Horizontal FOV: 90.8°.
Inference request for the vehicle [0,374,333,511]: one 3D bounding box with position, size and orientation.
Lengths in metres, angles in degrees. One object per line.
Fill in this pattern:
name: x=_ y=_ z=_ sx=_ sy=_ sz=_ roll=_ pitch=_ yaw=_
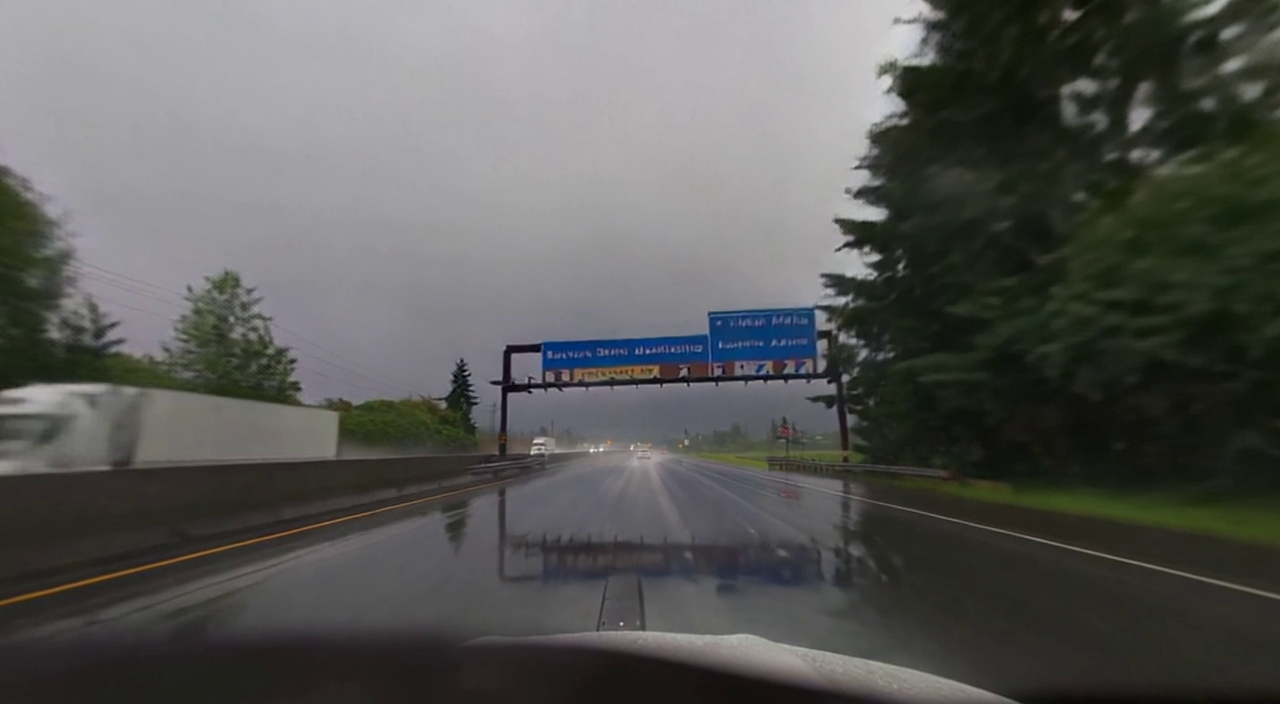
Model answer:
vehicle: x=-19.136 y=4.055 z=27.863 sx=2.880 sy=4.226 sz=16.398 roll=0 pitch=-9 yaw=0
